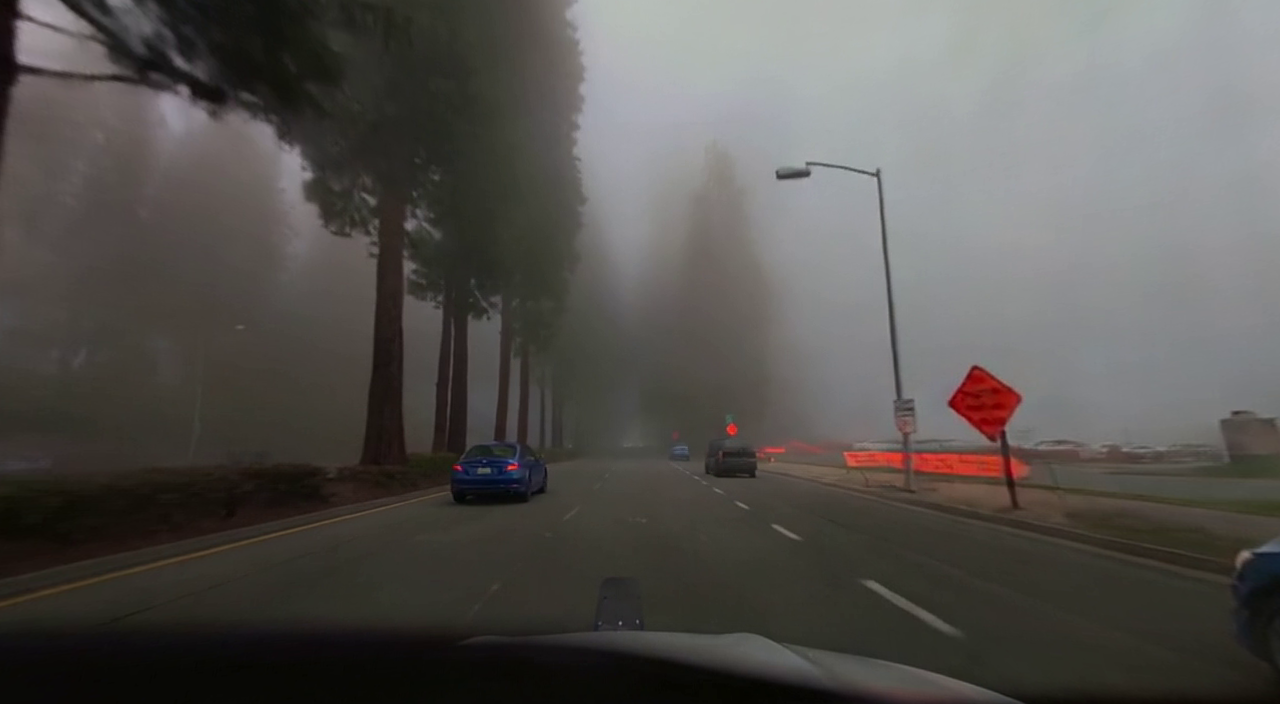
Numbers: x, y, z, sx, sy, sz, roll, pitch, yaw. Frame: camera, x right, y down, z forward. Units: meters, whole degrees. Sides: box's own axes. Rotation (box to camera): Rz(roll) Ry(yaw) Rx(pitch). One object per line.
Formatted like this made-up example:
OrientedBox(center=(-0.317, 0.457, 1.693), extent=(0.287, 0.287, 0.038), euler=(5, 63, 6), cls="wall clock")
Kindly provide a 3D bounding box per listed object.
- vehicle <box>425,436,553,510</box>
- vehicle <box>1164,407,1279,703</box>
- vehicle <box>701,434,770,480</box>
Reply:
OrientedBox(center=(-3.332, 2.759, 14.883), extent=(2.020, 1.474, 4.098), euler=(0, -9, 0), cls="vehicle")
OrientedBox(center=(4.015, 0.823, 1.770), extent=(1.827, 1.491, 3.743), euler=(0, -9, 0), cls="vehicle")
OrientedBox(center=(4.074, 4.567, 27.717), extent=(2.159, 1.793, 4.735), euler=(0, -9, -1), cls="vehicle")
